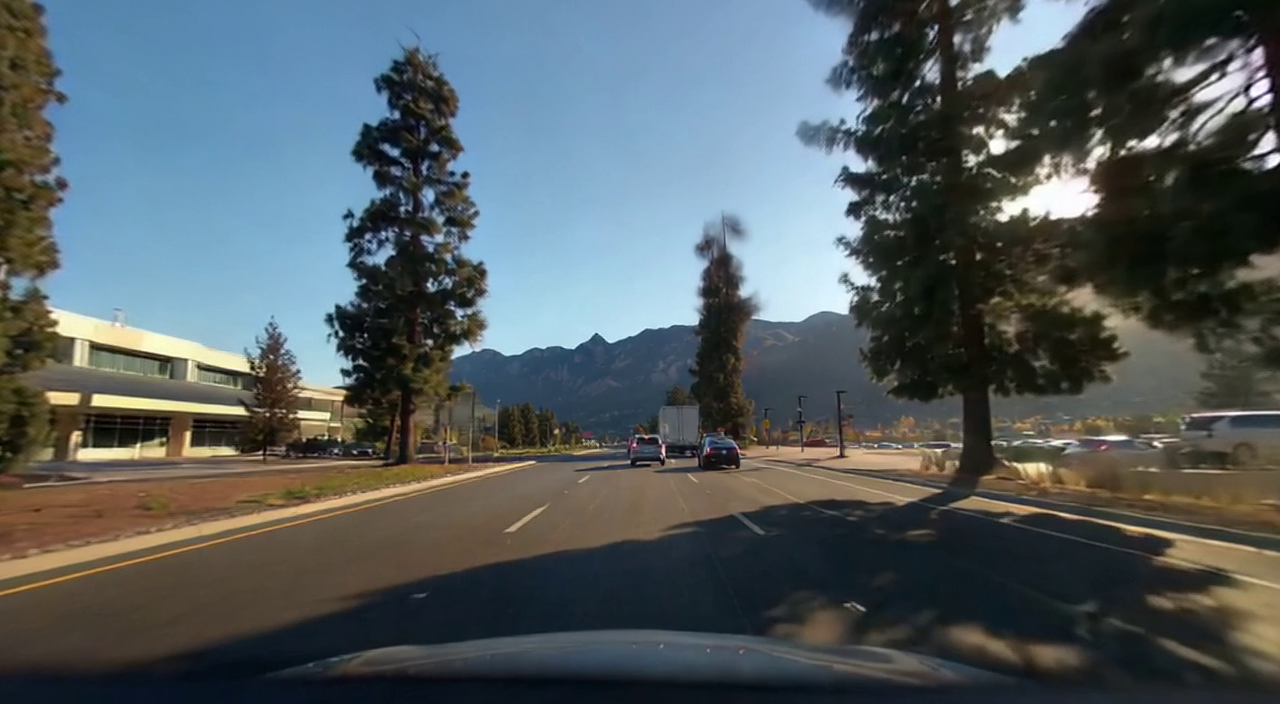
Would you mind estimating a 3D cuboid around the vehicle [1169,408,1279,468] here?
[{"bbox_3d":[29.048,4.040,29.616,5.896,2.709,2.318,0,-8,1],"label":"vehicle"}]

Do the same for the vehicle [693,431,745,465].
[{"bbox_3d":[4.055,5.031,32.937,2.088,1.655,4.360,0,-8,-1],"label":"vehicle"}]

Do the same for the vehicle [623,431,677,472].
[{"bbox_3d":[0.378,4.309,27.491,2.193,1.651,3.946,0,-8,-1],"label":"vehicle"}]

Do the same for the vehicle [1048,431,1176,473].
[{"bbox_3d":[19.790,4.206,26.603,2.068,1.627,4.269,0,-8,0],"label":"vehicle"}]
